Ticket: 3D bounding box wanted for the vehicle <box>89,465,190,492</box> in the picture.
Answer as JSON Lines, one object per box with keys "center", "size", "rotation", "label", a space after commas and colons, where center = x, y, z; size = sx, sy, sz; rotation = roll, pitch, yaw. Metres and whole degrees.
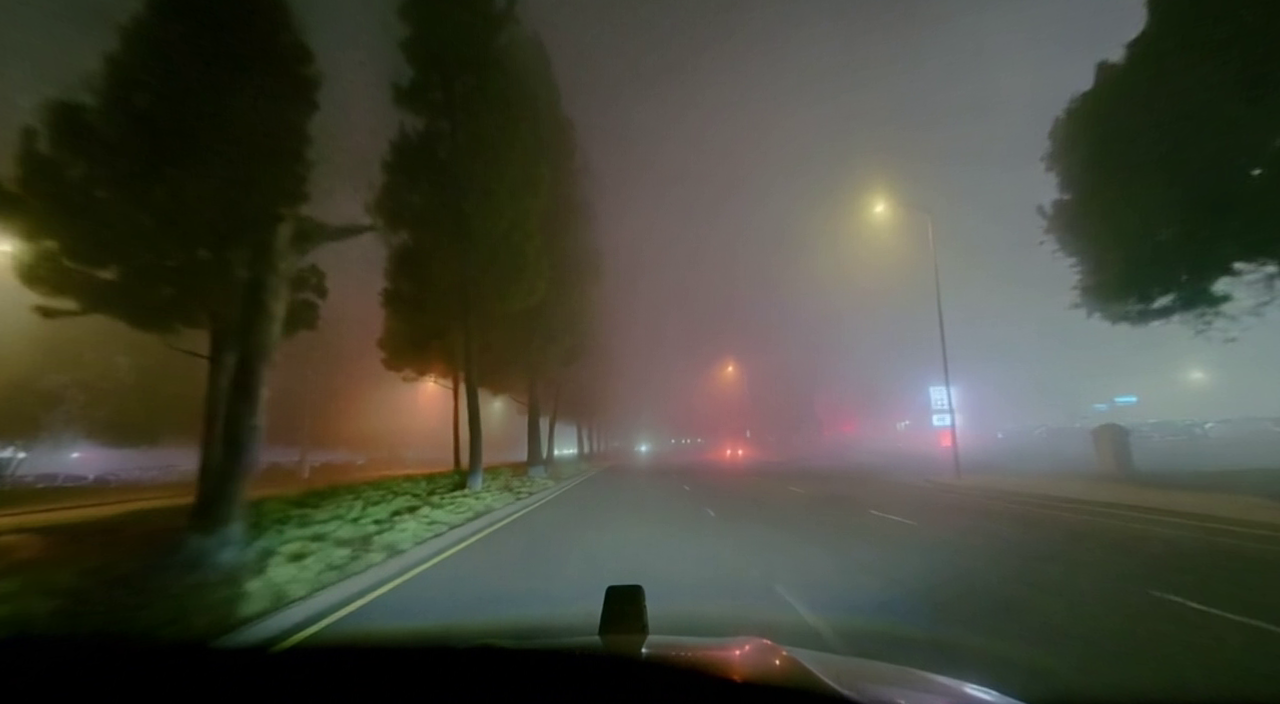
{"center": [-31.466, 7.960, 39.808], "size": [4.622, 1.466, 1.842], "rotation": [4, -9, -27], "label": "vehicle"}
